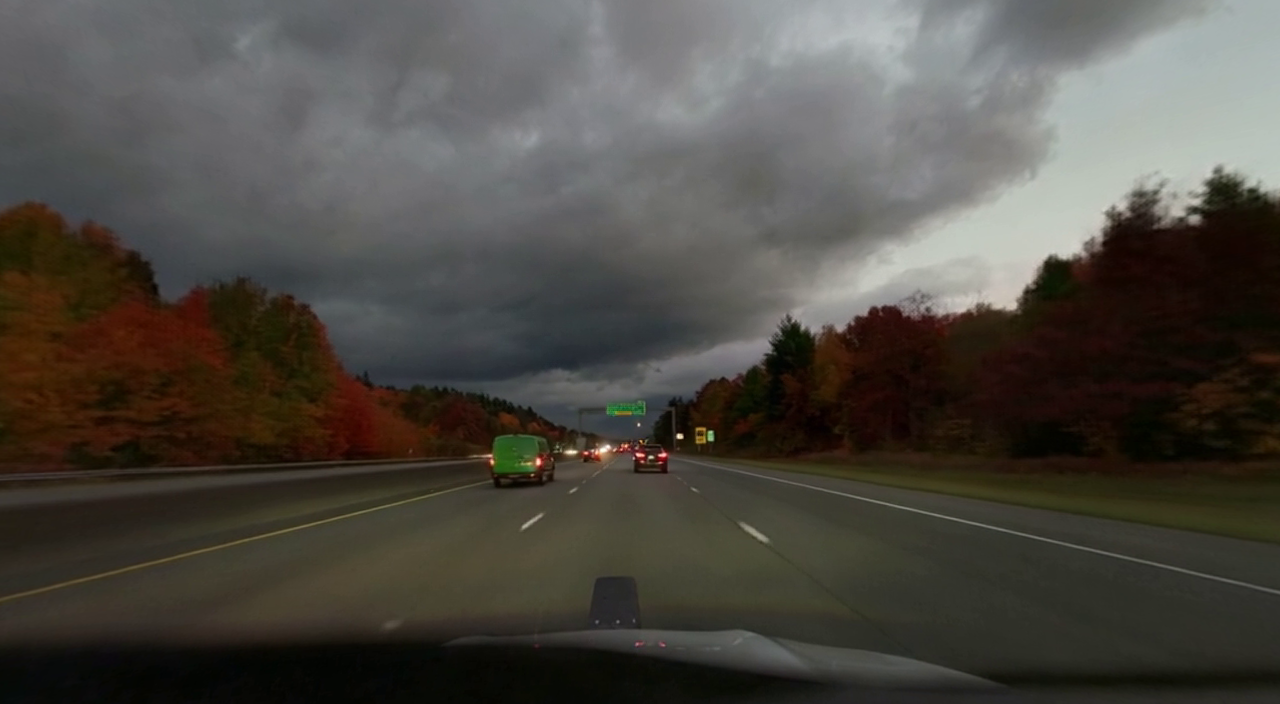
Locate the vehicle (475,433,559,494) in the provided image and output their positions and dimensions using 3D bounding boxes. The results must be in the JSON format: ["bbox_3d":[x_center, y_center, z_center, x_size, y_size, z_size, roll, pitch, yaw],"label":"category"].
[{"bbox_3d":[-3.952,3.671,20.889,2.021,1.790,3.907,0,-9,0],"label":"vehicle"}]

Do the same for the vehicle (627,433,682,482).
[{"bbox_3d":[0.534,4.614,27.589,2.179,1.930,4.538,0,-9,-2],"label":"vehicle"}]
